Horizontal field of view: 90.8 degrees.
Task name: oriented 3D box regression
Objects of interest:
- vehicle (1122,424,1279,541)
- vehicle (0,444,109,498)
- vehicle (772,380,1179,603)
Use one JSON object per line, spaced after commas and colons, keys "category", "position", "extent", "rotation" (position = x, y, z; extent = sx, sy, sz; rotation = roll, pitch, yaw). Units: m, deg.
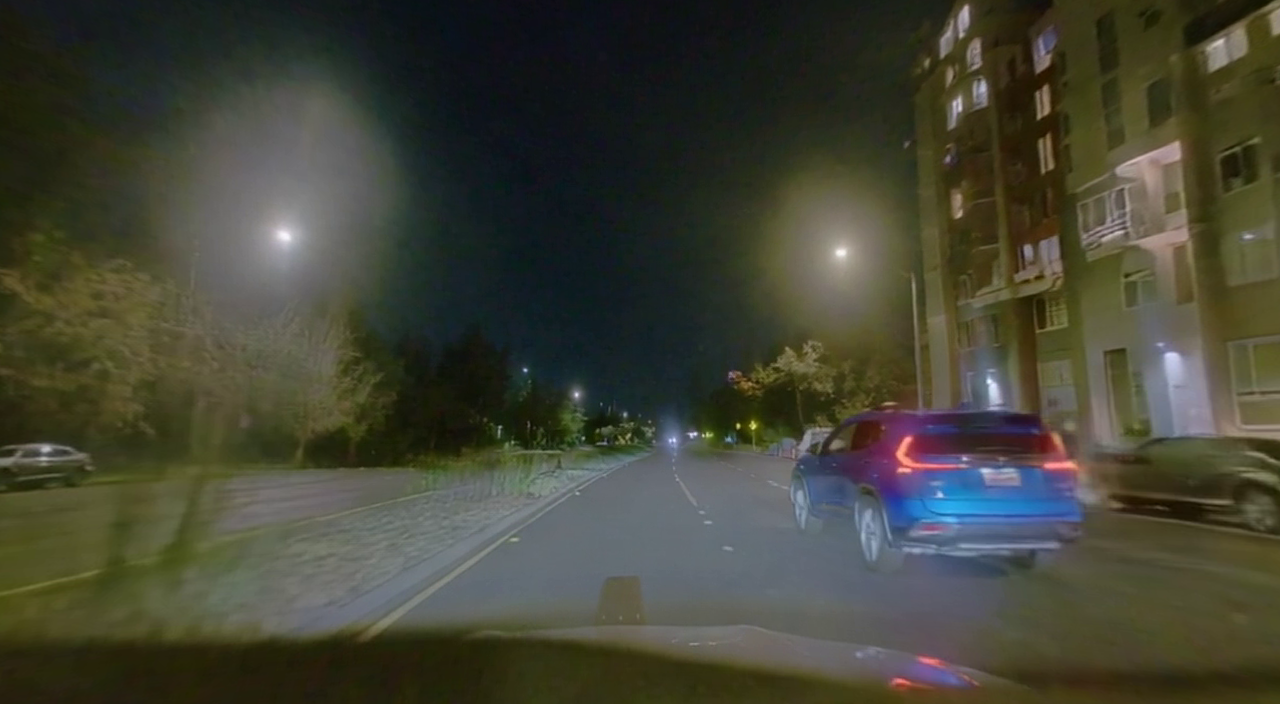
{"category": "vehicle", "position": [10.192, 2.011, 9.634], "extent": [2.037, 1.655, 4.760], "rotation": [4, -8, 1]}
{"category": "vehicle", "position": [-19.108, 3.655, 19.270], "extent": [1.908, 1.500, 4.470], "rotation": [-3, -10, 1]}
{"category": "vehicle", "position": [3.235, 1.475, 7.526], "extent": [2.215, 1.812, 4.569], "rotation": [0, -9, -1]}
